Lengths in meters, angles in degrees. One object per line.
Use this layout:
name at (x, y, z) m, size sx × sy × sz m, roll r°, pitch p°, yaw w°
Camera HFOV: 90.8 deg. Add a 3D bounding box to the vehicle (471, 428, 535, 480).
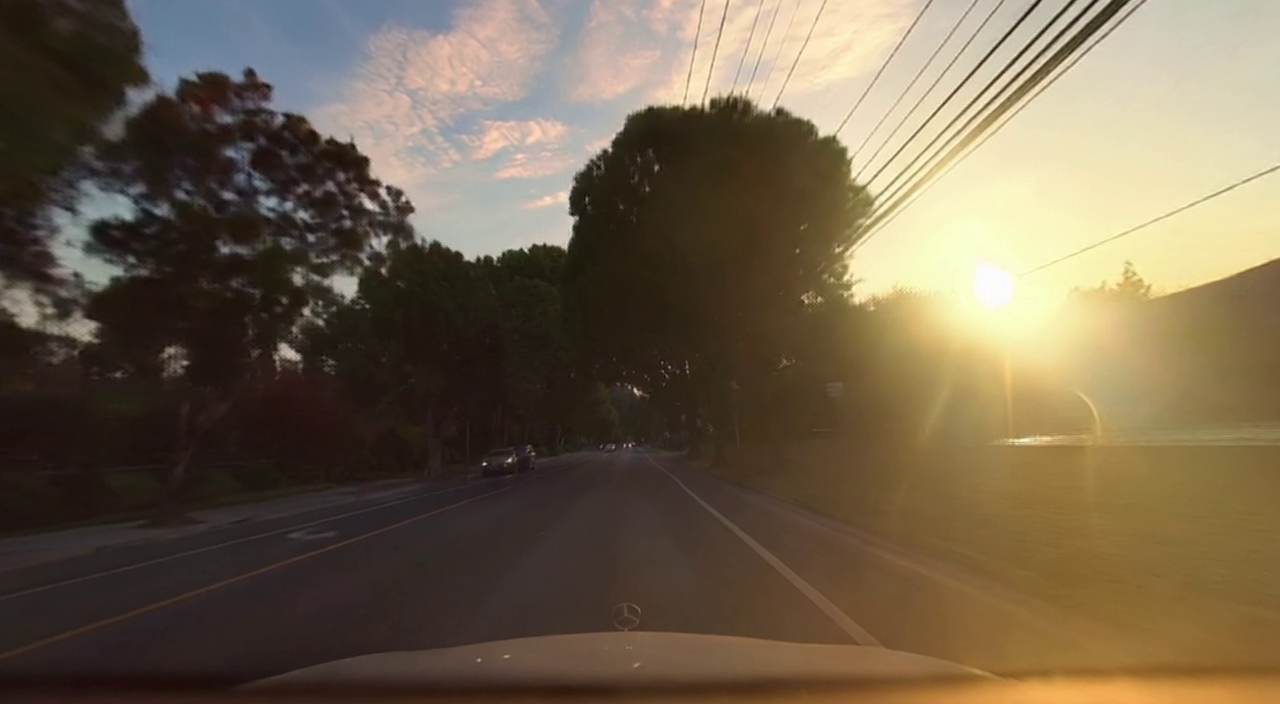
vehicle at (-7.996, 5.925, 37.470) m, size 2.351 × 2.696 × 6.106 m, roll -2°, pitch -7°, yaw 1°
